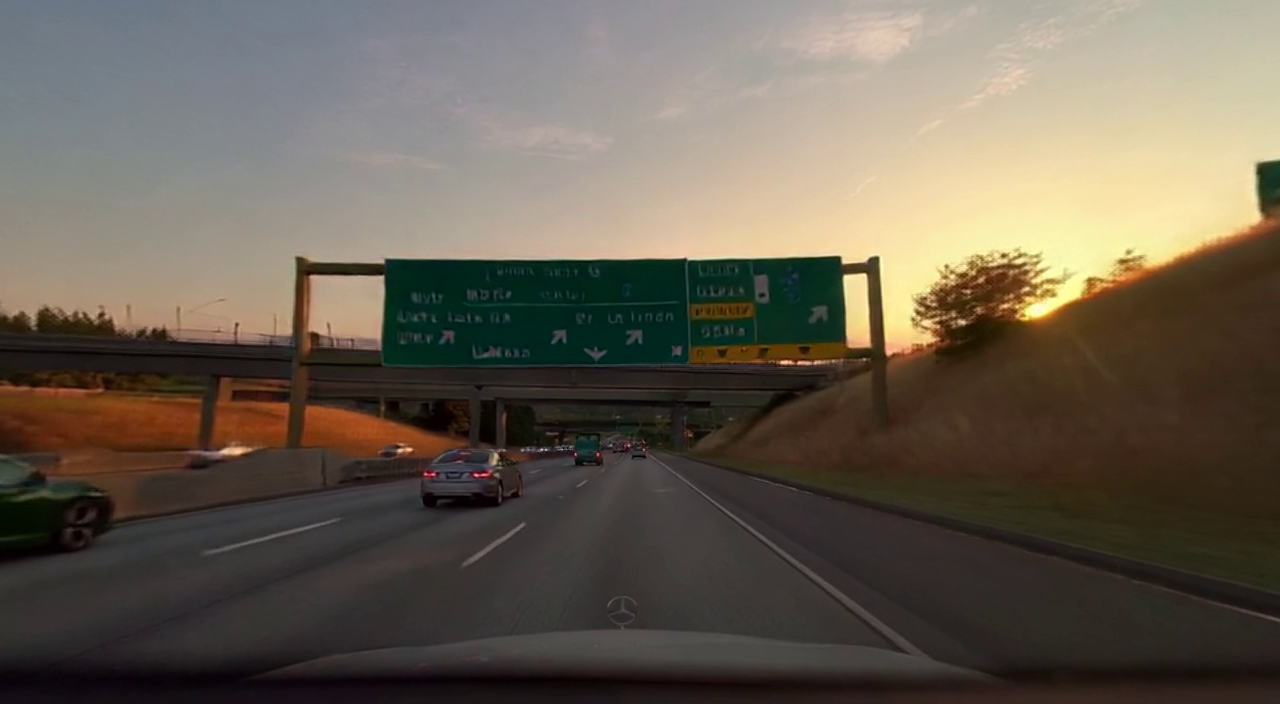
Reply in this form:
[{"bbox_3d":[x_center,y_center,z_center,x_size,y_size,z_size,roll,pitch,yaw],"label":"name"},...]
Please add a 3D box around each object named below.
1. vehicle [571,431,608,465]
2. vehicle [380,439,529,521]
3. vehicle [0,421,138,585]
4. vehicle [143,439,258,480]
[{"bbox_3d":[-3.788,7.357,48.266,2.290,2.453,5.561,0,-9,1],"label":"vehicle"},{"bbox_3d":[-3.670,2.603,13.306,1.924,1.436,3.915,0,-9,1],"label":"vehicle"},{"bbox_3d":[-7.222,1.378,5.558,2.091,1.558,4.220,0,-9,0],"label":"vehicle"},{"bbox_3d":[-19.457,4.761,28.232,1.900,1.660,4.472,0,-9,0],"label":"vehicle"}]
